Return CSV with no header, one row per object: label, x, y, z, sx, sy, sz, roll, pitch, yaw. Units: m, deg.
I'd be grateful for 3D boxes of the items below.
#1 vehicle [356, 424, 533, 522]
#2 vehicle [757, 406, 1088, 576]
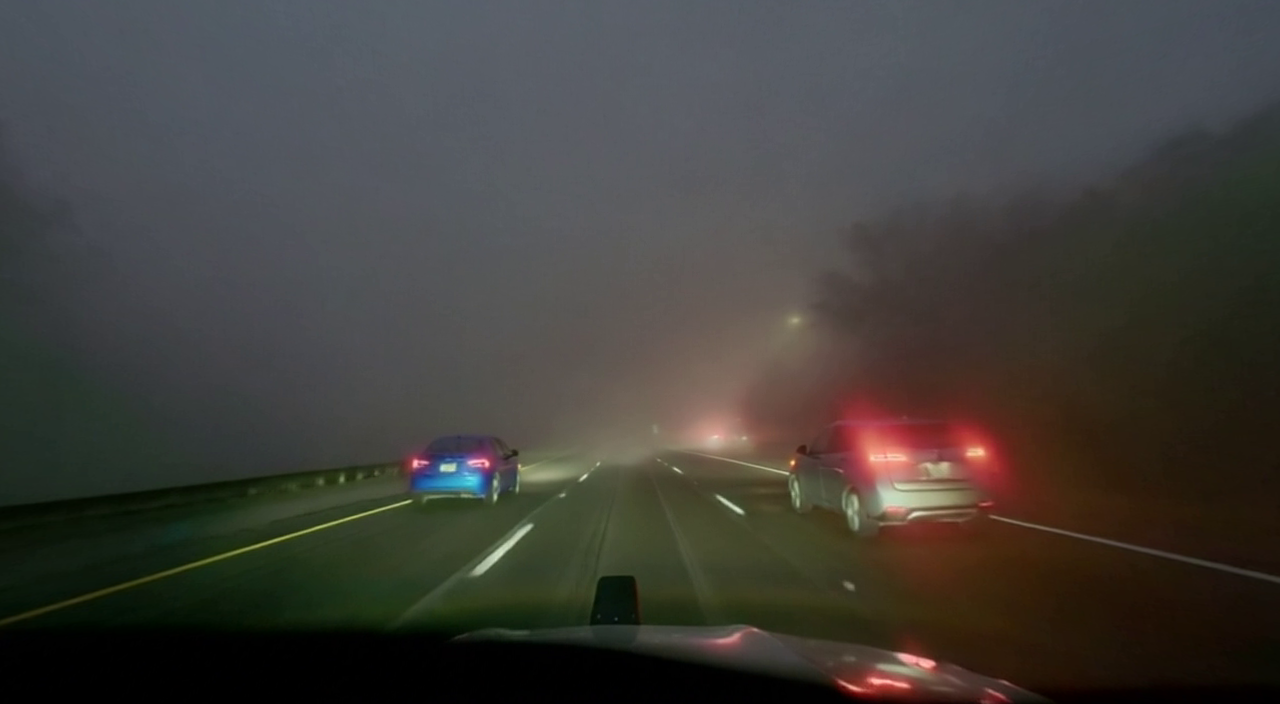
vehicle,-3.629,2.338,12.735,2.206,1.604,4.374,0,-8,0
vehicle,3.217,1.676,8.408,2.349,1.651,4.161,0,-8,-2
